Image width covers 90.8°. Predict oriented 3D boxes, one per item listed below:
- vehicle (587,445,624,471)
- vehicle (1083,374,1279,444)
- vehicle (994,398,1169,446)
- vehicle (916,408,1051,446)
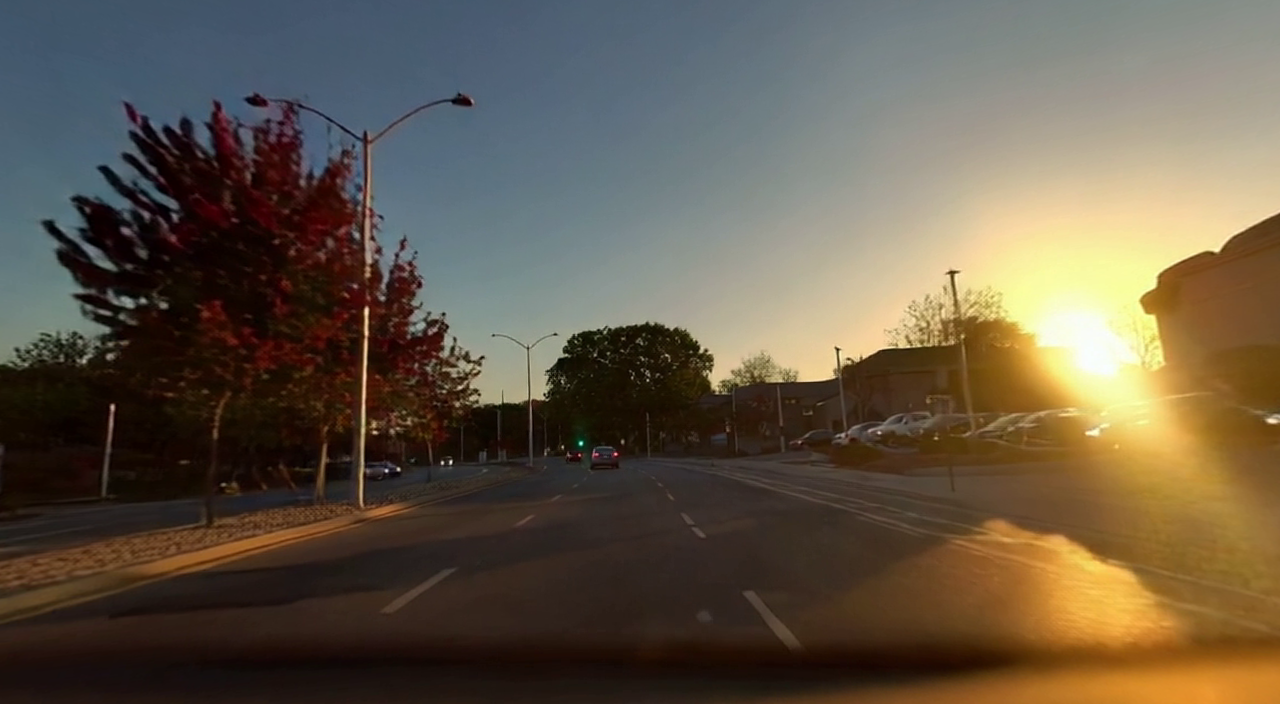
[{"bbox_3d":[-2.380,7.116,42.669,2.197,1.642,4.312,1,-9,-7],"label":"vehicle"},{"bbox_3d":[15.273,1.611,17.157,4.851,1.737,2.189,1,-9,-4],"label":"vehicle"},{"bbox_3d":[15.409,2.509,22.302,4.527,1.620,2.120,0,-8,3],"label":"vehicle"},{"bbox_3d":[14.924,3.312,27.664,4.742,1.602,1.999,0,-9,-3],"label":"vehicle"}]
